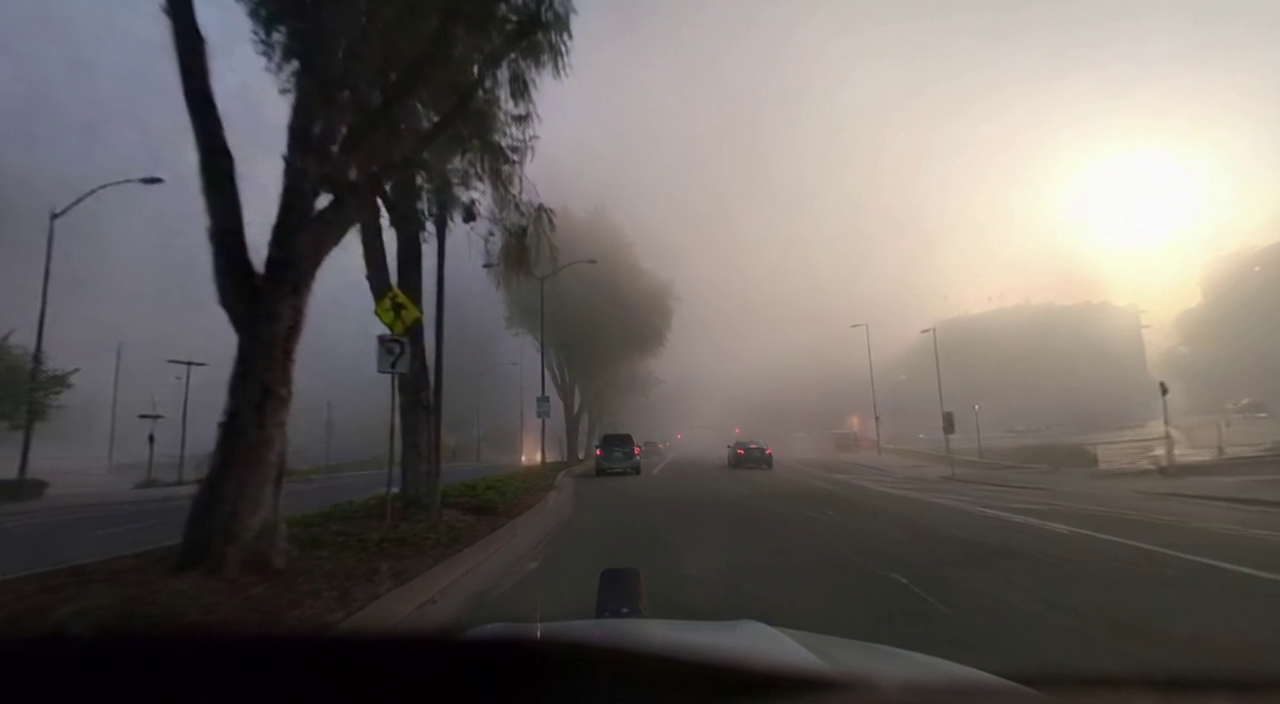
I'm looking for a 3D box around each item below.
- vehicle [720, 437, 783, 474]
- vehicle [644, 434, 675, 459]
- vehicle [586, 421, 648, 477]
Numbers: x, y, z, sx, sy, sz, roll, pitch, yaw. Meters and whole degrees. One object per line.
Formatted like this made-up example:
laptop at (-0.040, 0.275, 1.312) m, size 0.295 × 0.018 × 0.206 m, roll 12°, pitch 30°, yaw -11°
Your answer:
vehicle at (4.835, 4.549, 27.997) m, size 2.075 × 1.486 × 4.316 m, roll 0°, pitch -8°, yaw 1°
vehicle at (1.552, 7.286, 48.469) m, size 2.222 × 1.841 × 4.031 m, roll -1°, pitch -8°, yaw 4°
vehicle at (-1.013, 4.139, 26.968) m, size 2.396 × 2.143 × 4.824 m, roll 0°, pitch -8°, yaw -3°
